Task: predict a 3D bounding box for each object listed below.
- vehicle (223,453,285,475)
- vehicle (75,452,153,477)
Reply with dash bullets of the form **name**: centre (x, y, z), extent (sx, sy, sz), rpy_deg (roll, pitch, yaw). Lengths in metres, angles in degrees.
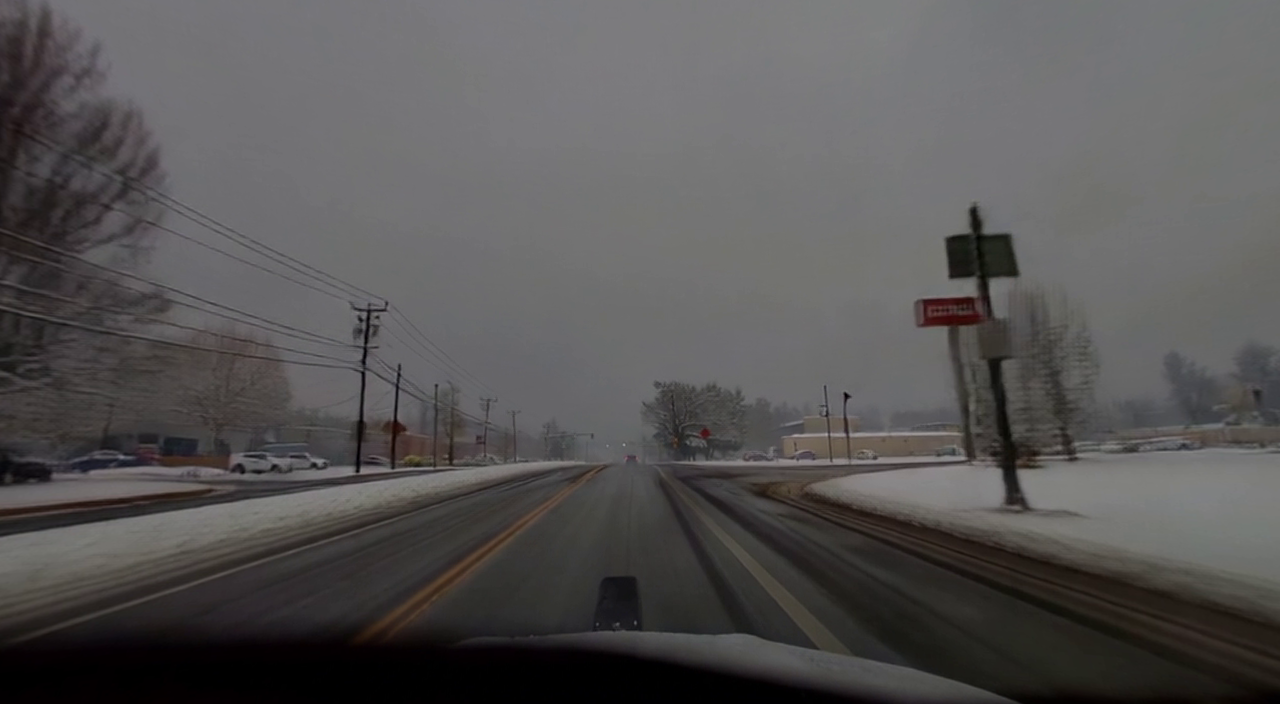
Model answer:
- **vehicle**: centre (-28.015, 8.130, 46.109), extent (1.808, 1.441, 4.386), rpy_deg (0, -9, -1)
- **vehicle**: centre (-37.792, 8.056, 45.615), extent (1.903, 1.674, 4.493), rpy_deg (1, -9, -3)
